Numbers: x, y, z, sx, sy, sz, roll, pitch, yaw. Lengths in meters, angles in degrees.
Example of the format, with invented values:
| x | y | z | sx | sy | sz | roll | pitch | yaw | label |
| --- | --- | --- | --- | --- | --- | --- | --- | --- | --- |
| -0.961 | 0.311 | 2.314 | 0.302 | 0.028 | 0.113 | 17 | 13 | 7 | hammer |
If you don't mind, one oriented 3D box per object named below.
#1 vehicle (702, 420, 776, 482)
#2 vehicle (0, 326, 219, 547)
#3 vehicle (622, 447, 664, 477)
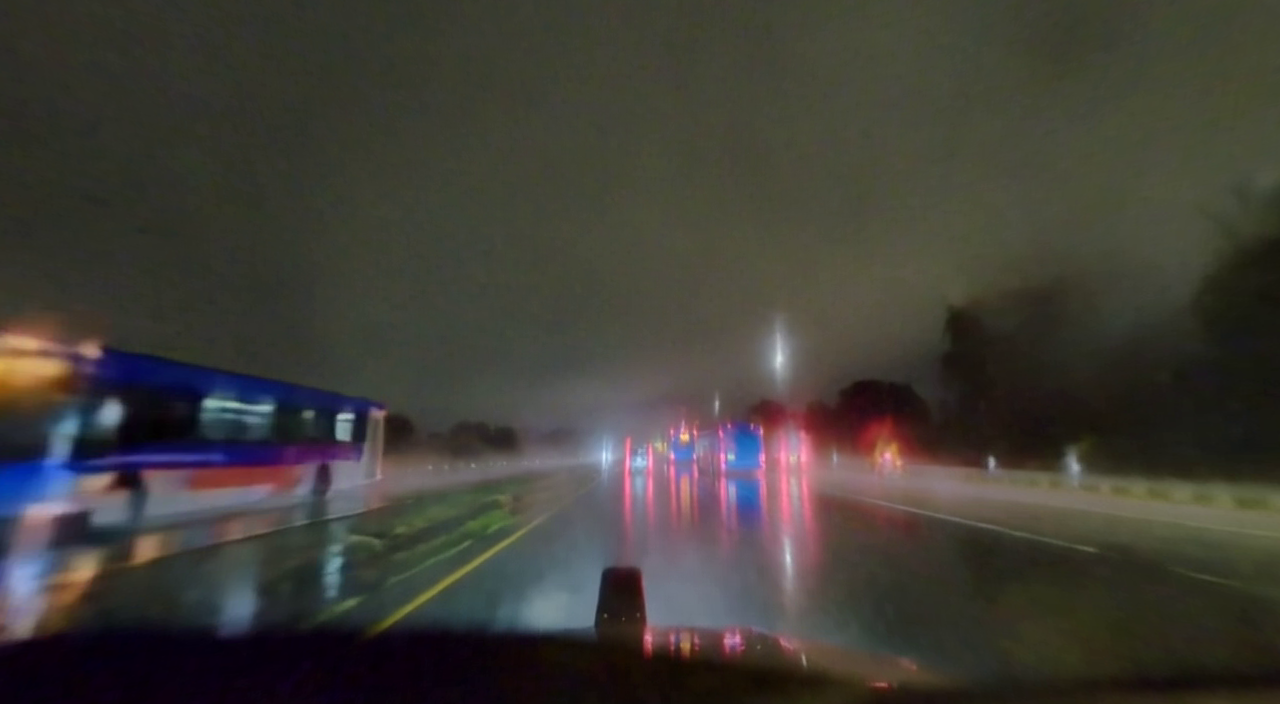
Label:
| x | y | z | sx | sy | sz | roll | pitch | yaw | label |
| --- | --- | --- | --- | --- | --- | --- | --- | --- | --- |
| 4.467 | 4.624 | 29.489 | 2.440 | 2.555 | 5.957 | 0 | -9 | 0 | vehicle |
| -13.207 | 1.958 | 14.127 | 2.999 | 4.011 | 6.198 | 0 | -9 | 1 | vehicle |
| 0.132 | 5.617 | 32.307 | 2.004 | 1.449 | 3.817 | 0 | -9 | 0 | vehicle |
